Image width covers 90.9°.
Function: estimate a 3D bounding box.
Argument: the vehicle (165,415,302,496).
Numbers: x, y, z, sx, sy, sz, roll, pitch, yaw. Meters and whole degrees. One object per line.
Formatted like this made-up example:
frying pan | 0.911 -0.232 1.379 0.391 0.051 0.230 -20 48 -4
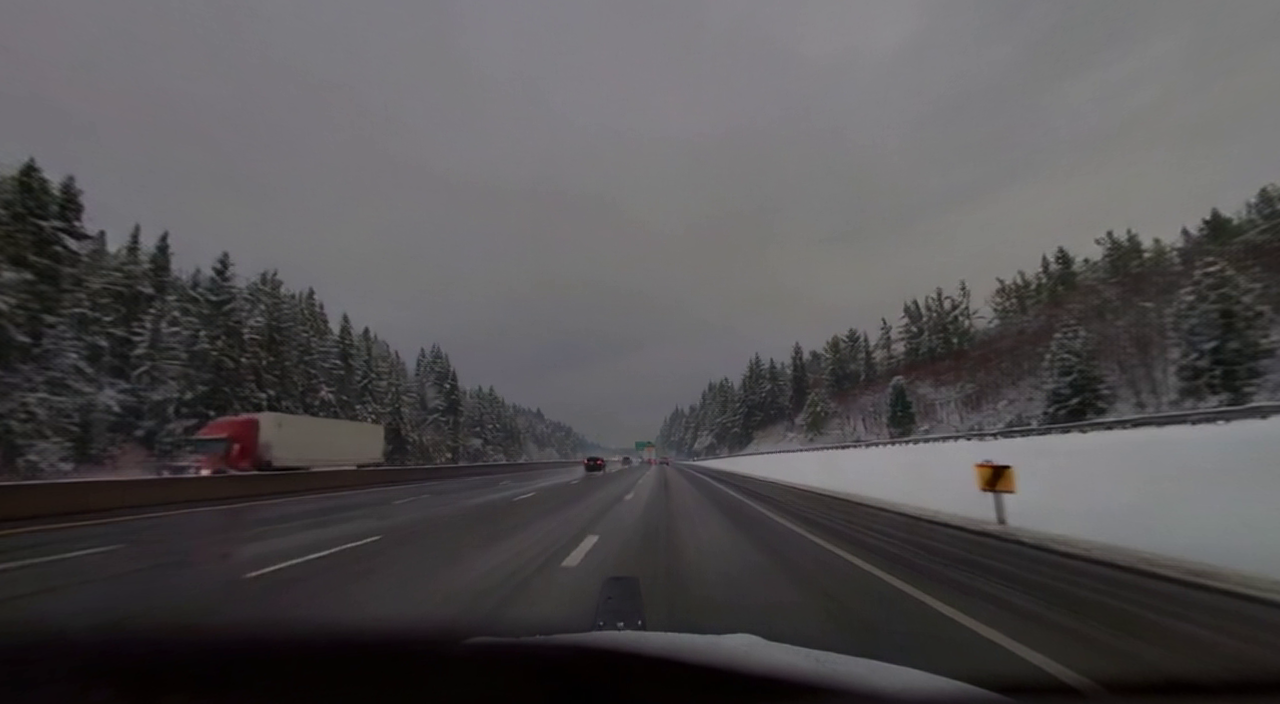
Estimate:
vehicle | -20.951 5.398 32.972 2.894 3.817 5.897 -1 -9 2
